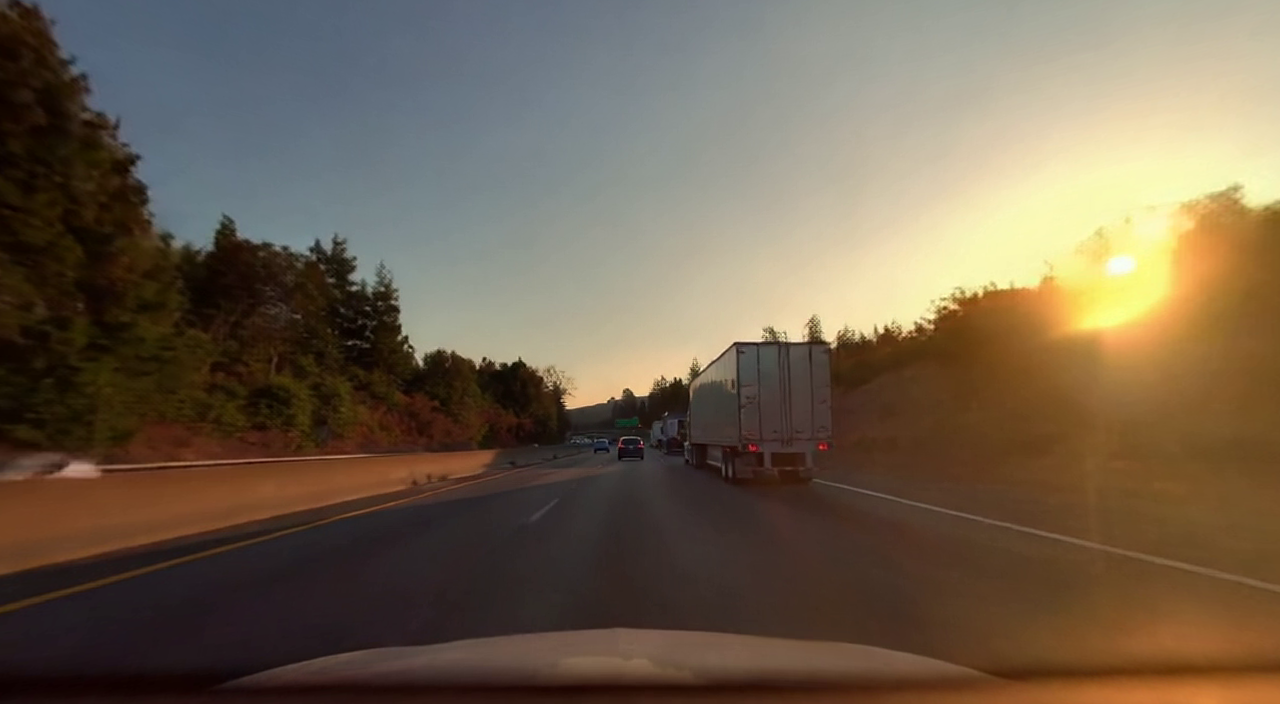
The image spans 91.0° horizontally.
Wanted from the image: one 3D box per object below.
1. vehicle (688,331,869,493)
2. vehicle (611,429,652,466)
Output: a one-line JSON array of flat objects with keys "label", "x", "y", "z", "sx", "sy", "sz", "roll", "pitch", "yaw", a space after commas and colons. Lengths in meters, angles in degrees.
[{"label": "vehicle", "x": 4.050, "y": 2.515, "z": 23.247, "sx": 3.005, "sy": 4.121, "sz": 14.417, "roll": 0, "pitch": -8, "yaw": -2}, {"label": "vehicle", "x": -0.499, "y": 5.489, "z": 36.322, "sx": 2.211, "sy": 1.933, "sz": 4.315, "roll": 0, "pitch": -8, "yaw": -1}]
